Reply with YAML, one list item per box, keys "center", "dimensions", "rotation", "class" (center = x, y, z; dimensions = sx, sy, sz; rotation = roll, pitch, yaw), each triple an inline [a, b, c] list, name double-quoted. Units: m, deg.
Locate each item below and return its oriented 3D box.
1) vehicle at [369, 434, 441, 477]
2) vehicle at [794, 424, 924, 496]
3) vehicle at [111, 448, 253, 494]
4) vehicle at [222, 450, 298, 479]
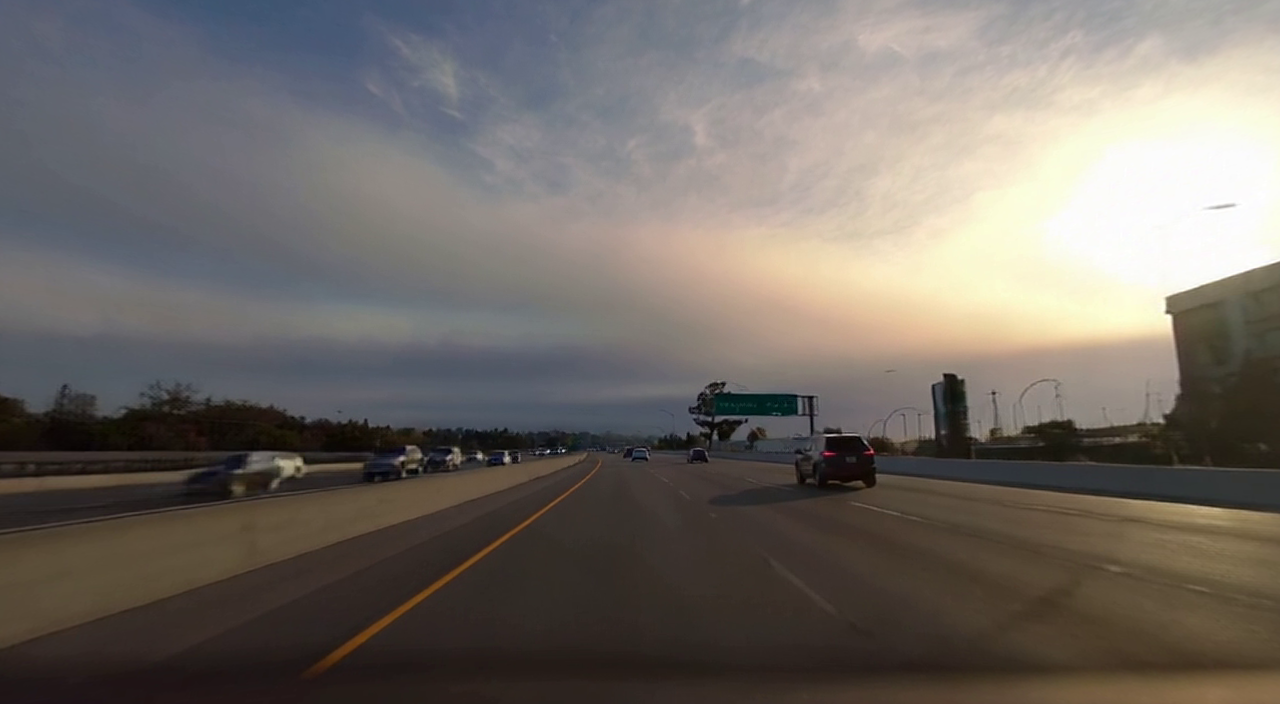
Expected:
- center: [-13.537, 6.103, 36.788]
  dimensions: [2.224, 2.008, 4.808]
  rotation: [4, -13, -1]
  class: "vehicle"
- center: [6.686, 3.374, 20.053]
  dimensions: [2.181, 1.952, 4.973]
  rotation: [0, -9, -2]
  class: "vehicle"
- center: [-17.117, 4.428, 23.972]
  dimensions: [2.001, 1.572, 4.572]
  rotation: [0, -9, -1]
  class: "vehicle"
- center: [-21.457, 6.329, 35.905]
  dimensions: [1.611, 1.537, 4.463]
  rotation: [0, -9, -2]
  class: "vehicle"
